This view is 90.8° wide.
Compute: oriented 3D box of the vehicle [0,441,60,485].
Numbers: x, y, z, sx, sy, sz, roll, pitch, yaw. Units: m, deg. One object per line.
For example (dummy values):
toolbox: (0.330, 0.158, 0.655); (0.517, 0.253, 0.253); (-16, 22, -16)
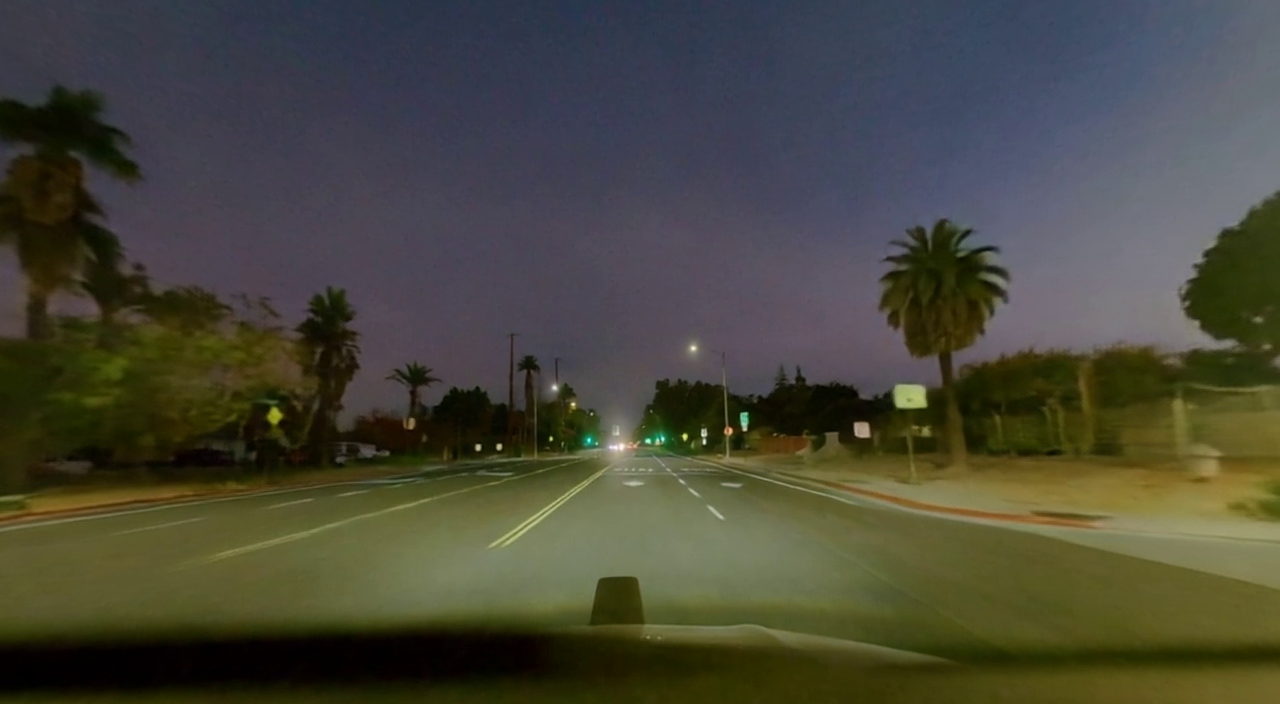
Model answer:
vehicle: (-26.743, 4.690, 26.765); (4.270, 1.690, 1.978); (-6, -9, 32)

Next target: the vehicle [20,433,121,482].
vehicle: (-26.863, 4.919, 29.776); (4.793, 2.087, 1.929); (-4, -10, 30)

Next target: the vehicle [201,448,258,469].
vehicle: (-32.441, 8.406, 49.884); (4.072, 1.545, 1.920); (-4, -9, 27)
